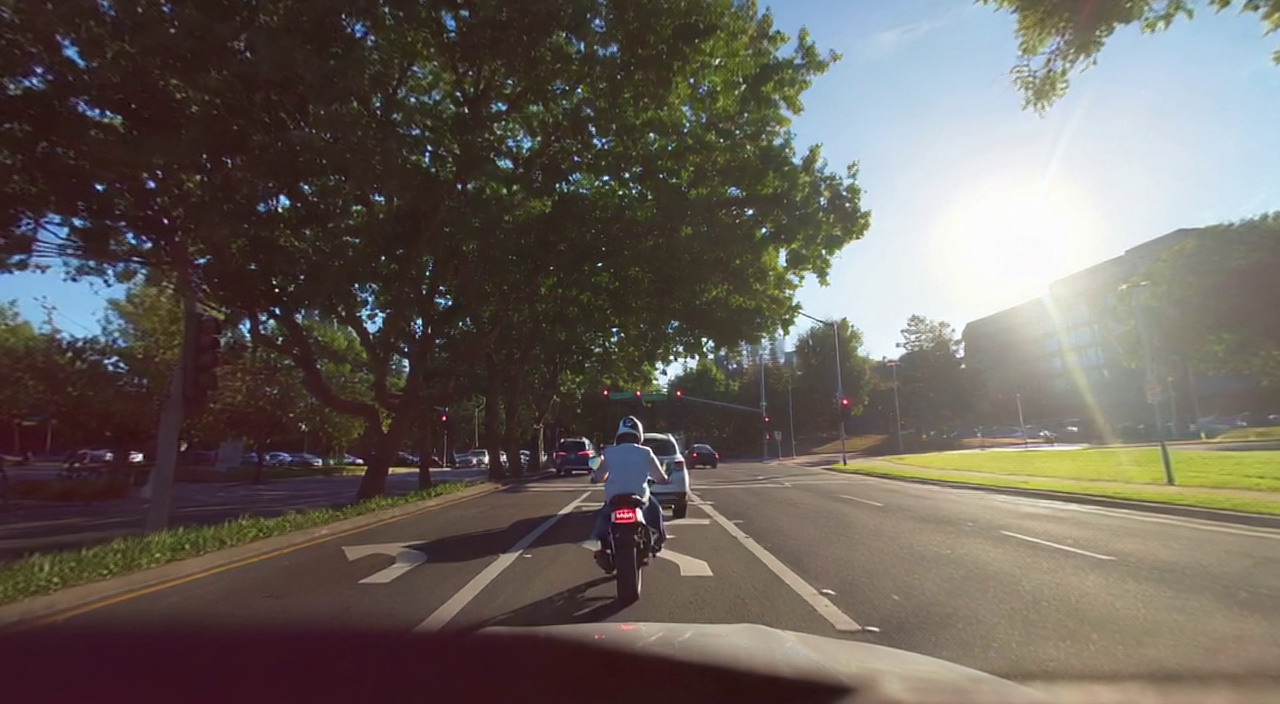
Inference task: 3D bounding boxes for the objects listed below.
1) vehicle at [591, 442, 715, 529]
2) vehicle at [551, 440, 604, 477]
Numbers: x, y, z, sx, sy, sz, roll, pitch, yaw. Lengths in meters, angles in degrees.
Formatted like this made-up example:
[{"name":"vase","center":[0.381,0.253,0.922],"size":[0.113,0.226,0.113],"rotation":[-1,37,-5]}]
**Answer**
[{"name":"vehicle","center":[0.208,2.584,12.929],"size":[2.093,1.450,4.437],"rotation":[0,-8,0]},{"name":"vehicle","center":[-2.979,5.221,31.207],"size":[2.056,1.647,5.045],"rotation":[-1,-8,1]}]
